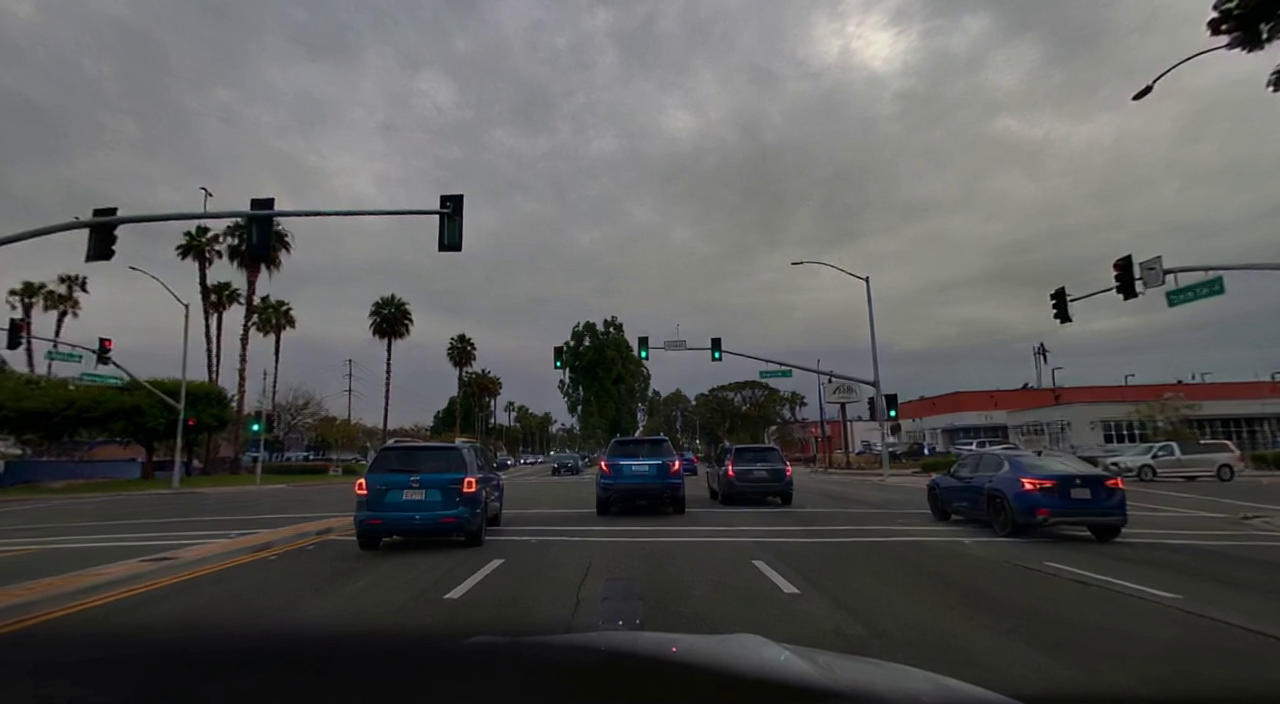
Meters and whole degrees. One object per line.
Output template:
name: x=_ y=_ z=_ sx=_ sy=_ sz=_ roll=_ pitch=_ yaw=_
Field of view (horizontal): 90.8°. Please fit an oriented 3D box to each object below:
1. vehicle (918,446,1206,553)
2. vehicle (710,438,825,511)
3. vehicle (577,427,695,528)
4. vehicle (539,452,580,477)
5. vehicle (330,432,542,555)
vehicle: x=6.793 y=2.364 z=10.927 sx=1.944 sy=1.447 sz=4.309 roll=0 pitch=-9 yaw=-1
vehicle: x=3.274 y=3.232 z=17.204 sx=2.112 sy=1.710 sz=4.234 roll=0 pitch=-9 yaw=-2
vehicle: x=-0.134 y=2.593 z=13.602 sx=2.151 sy=1.787 sz=4.109 roll=0 pitch=-9 yaw=-2
vehicle: x=-5.067 y=7.163 z=40.317 sx=2.030 sy=1.441 sz=4.324 roll=0 pitch=-9 yaw=1
vehicle: x=-3.129 y=2.272 z=10.897 sx=2.201 sy=1.644 sz=4.465 roll=0 pitch=-9 yaw=-1
